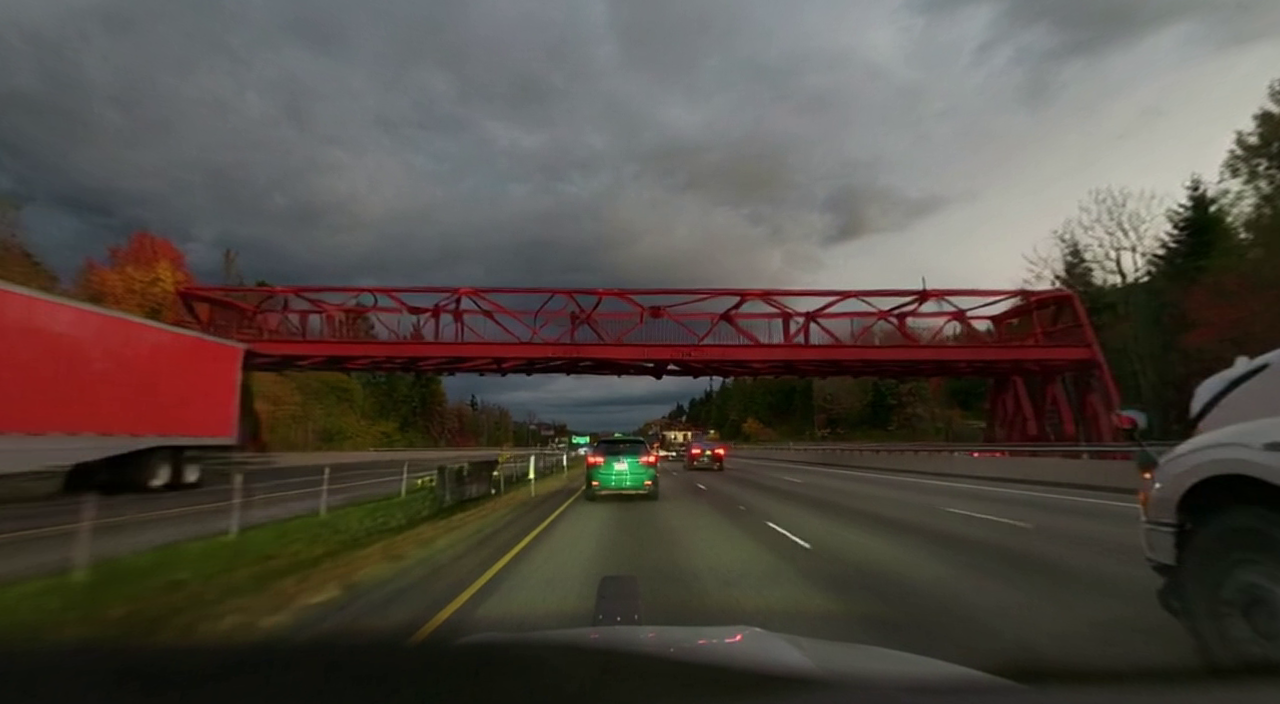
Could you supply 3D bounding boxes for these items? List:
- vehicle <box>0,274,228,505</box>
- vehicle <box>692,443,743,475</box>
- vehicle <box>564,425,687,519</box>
[{"bbox_3d":[-12.954,0.569,10.500,3.002,4.083,13.682,0,-9,-1],"label":"vehicle"},{"bbox_3d":[3.822,5.326,31.472,1.894,1.487,3.751,0,-9,-2],"label":"vehicle"},{"bbox_3d":[-0.285,2.525,13.655,2.259,1.699,4.015,0,-9,0],"label":"vehicle"}]
